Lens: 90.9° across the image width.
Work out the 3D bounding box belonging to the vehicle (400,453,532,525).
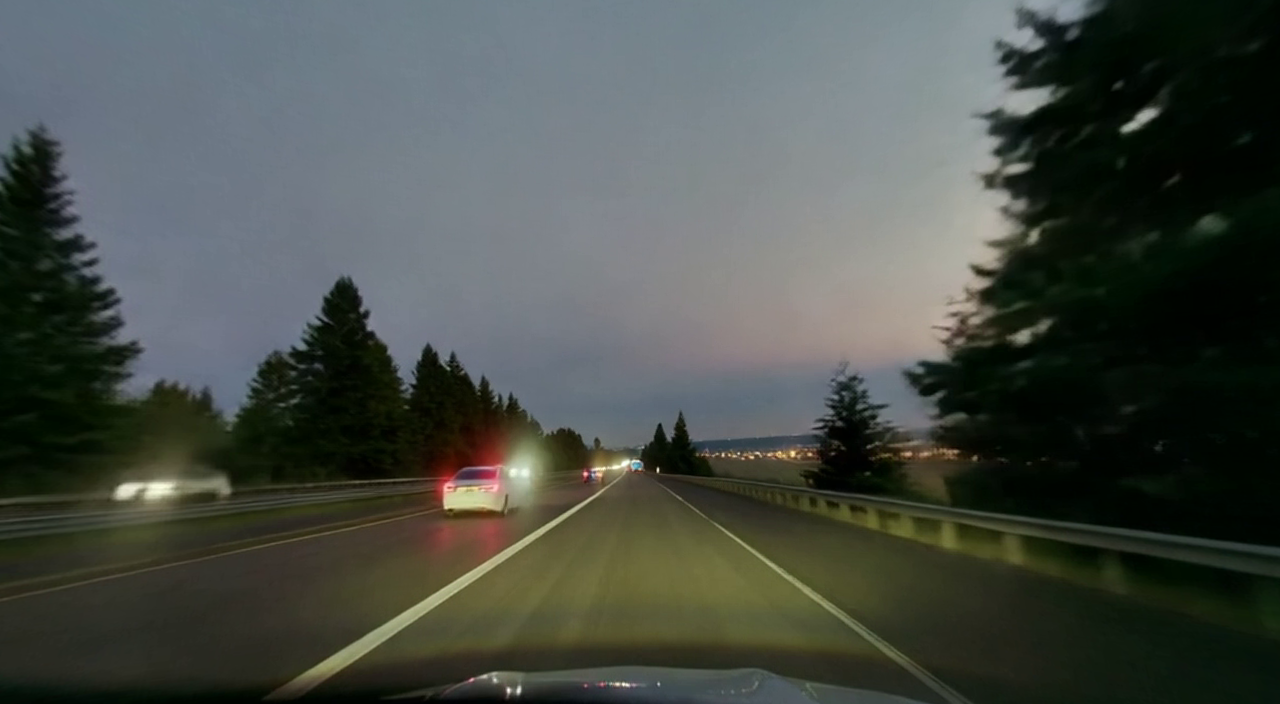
[{"bbox_3d":[-4.259,3.467,16.300,2.040,1.525,4.603,1,-11,1],"label":"vehicle"}]

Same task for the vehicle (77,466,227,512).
[{"bbox_3d":[-17.526,4.915,22.954,1.848,1.458,4.489,1,-11,0],"label":"vehicle"}]
